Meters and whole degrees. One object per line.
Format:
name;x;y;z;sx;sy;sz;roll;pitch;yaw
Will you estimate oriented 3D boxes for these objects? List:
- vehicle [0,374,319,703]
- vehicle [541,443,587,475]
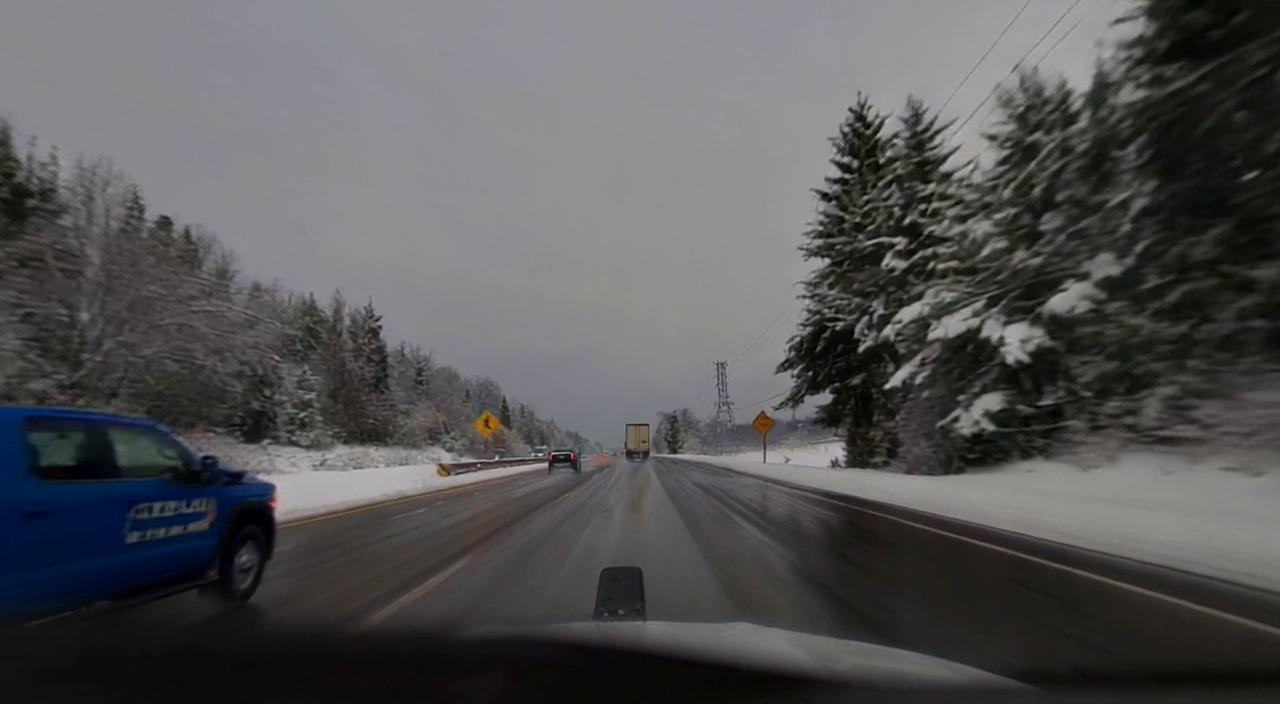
vehicle;-3.931;0.988;3.085;2.049;1.697;4.998;0;-9;0
vehicle;-4.339;6.149;36.432;2.111;1.735;4.066;0;-9;0
